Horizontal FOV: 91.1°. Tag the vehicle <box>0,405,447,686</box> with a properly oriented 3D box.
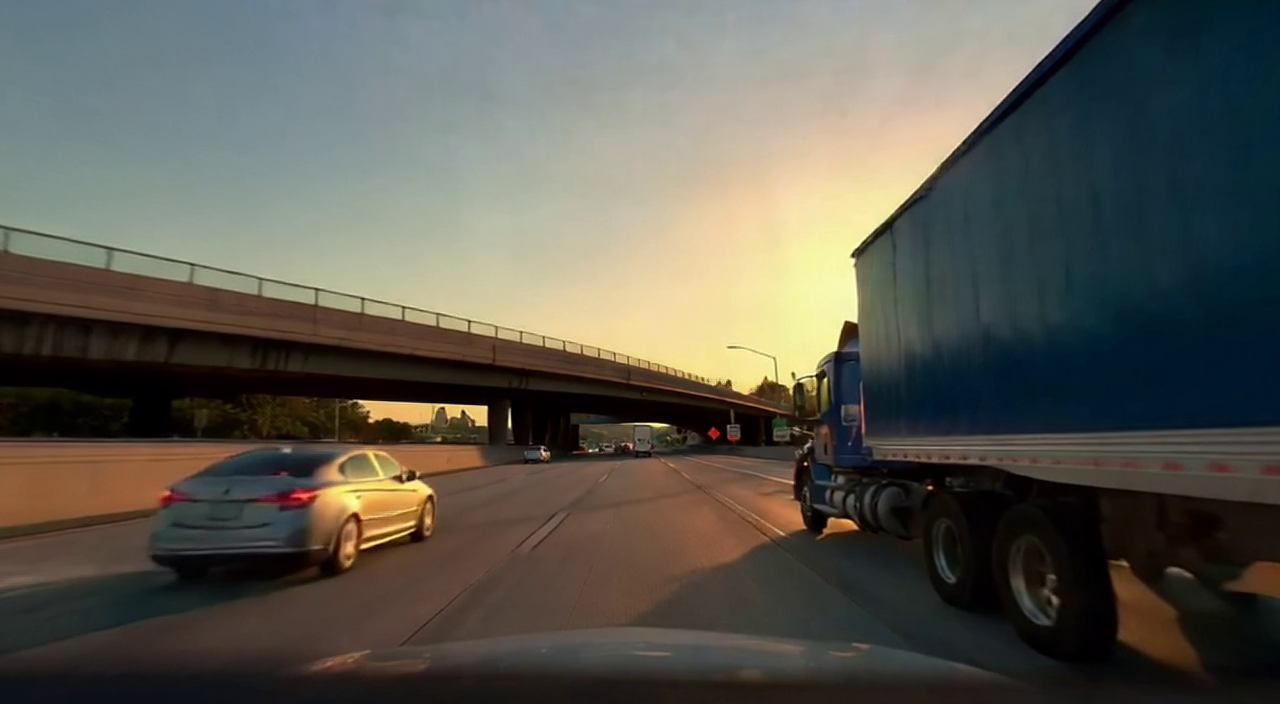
[{"bbox_3d":[-3.728,1.433,5.984,2.143,1.529,4.918,0,-9,1],"label":"vehicle"}]

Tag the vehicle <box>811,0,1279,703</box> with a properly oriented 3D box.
[{"bbox_3d":[3.773,0.091,2.824,3.049,3.395,10.595,0,-9,0],"label":"vehicle"}]

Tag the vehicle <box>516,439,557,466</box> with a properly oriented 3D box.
[{"bbox_3d":[-6.890,6.731,42.233,1.980,1.666,4.562,0,-9,1],"label":"vehicle"}]
